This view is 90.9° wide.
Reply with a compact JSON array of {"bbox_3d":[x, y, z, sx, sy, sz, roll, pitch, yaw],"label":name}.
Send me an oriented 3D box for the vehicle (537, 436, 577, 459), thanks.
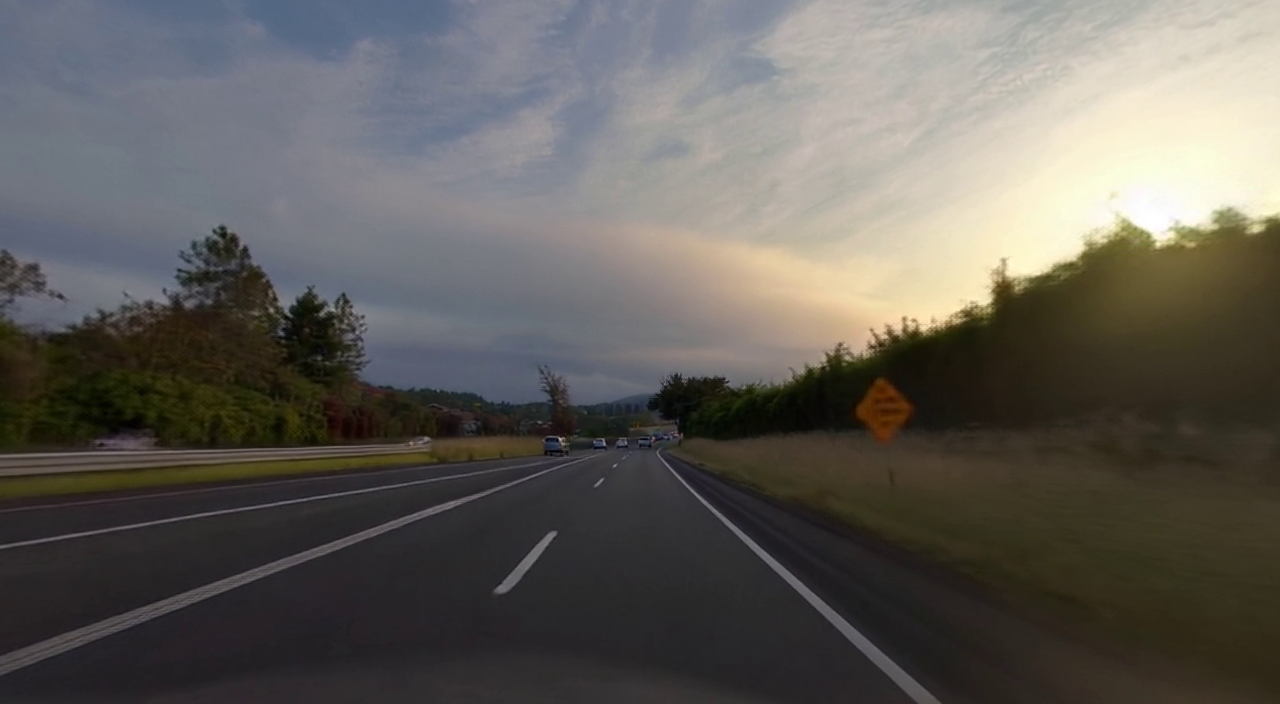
[{"bbox_3d":[-6.104,7.034,46.857,2.141,1.612,3.998,-1,-8,5],"label":"vehicle"}]
